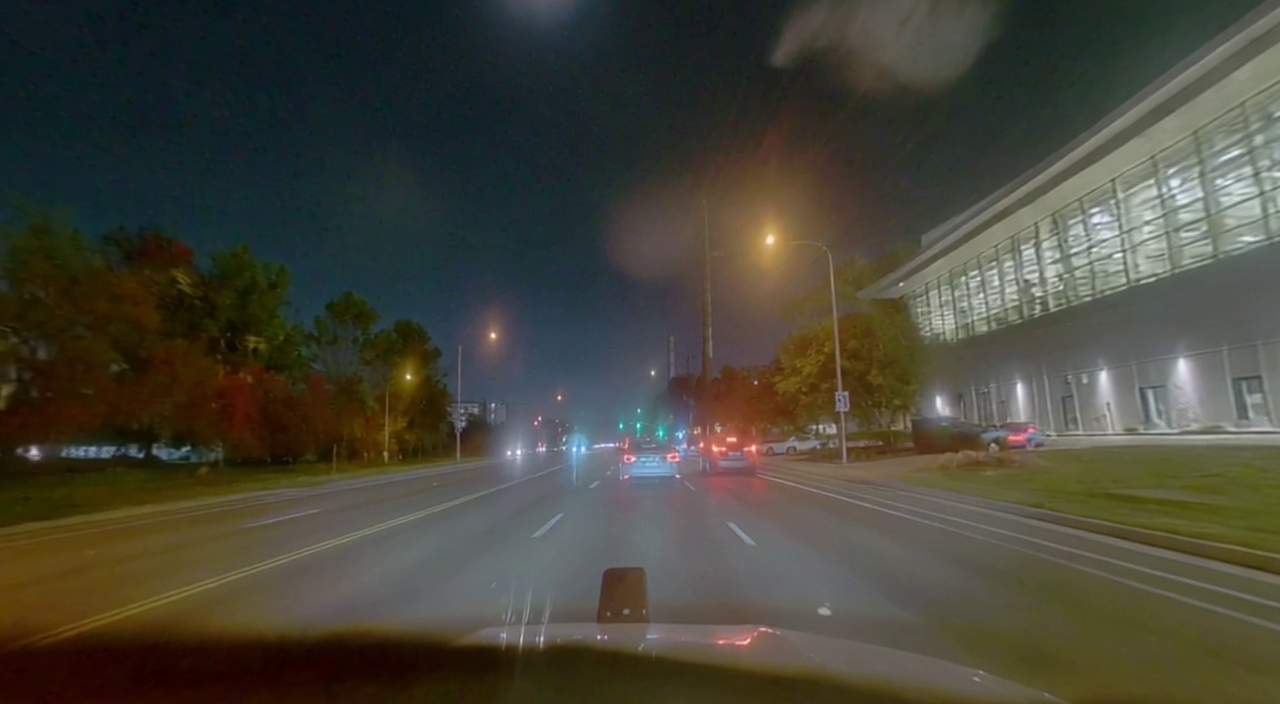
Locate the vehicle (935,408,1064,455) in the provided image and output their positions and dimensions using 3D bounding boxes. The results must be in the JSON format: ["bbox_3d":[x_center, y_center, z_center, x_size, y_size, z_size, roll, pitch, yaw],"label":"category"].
[{"bbox_3d":[15.827,3.552,27.892,4.366,1.701,1.965,-4,-9,-1],"label":"vehicle"}]

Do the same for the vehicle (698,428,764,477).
[{"bbox_3d":[3.441,3.872,24.490,1.914,1.698,4.049,0,-8,-1],"label":"vehicle"}]

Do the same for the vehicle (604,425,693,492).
[{"bbox_3d":[0.202,2.955,17.759,2.200,1.653,4.127,0,-8,0],"label":"vehicle"}]
